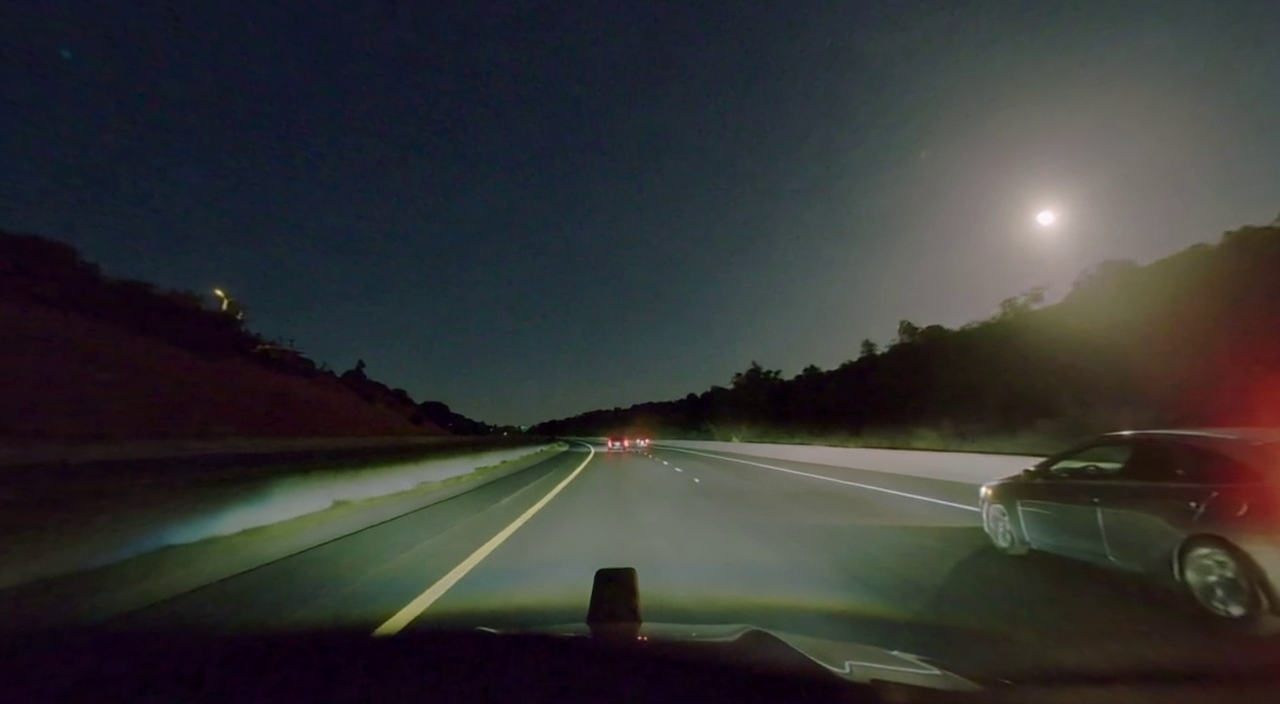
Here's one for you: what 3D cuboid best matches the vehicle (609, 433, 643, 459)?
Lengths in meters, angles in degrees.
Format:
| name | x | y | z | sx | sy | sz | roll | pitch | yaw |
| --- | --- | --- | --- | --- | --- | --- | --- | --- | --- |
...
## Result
| name | x | y | z | sx | sy | sz | roll | pitch | yaw |
| --- | --- | --- | --- | --- | --- | --- | --- | --- | --- |
| vehicle | -0.906 | 5.791 | 39.002 | 1.998 | 1.512 | 3.735 | 1 | -8 | -2 |

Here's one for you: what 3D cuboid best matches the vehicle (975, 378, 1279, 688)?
| name | x | y | z | sx | sy | sz | roll | pitch | yaw |
| --- | --- | --- | --- | --- | --- | --- | --- | --- | --- |
| vehicle | 4.060 | 1.006 | 3.911 | 1.852 | 1.513 | 3.652 | 0 | -8 | -1 |
